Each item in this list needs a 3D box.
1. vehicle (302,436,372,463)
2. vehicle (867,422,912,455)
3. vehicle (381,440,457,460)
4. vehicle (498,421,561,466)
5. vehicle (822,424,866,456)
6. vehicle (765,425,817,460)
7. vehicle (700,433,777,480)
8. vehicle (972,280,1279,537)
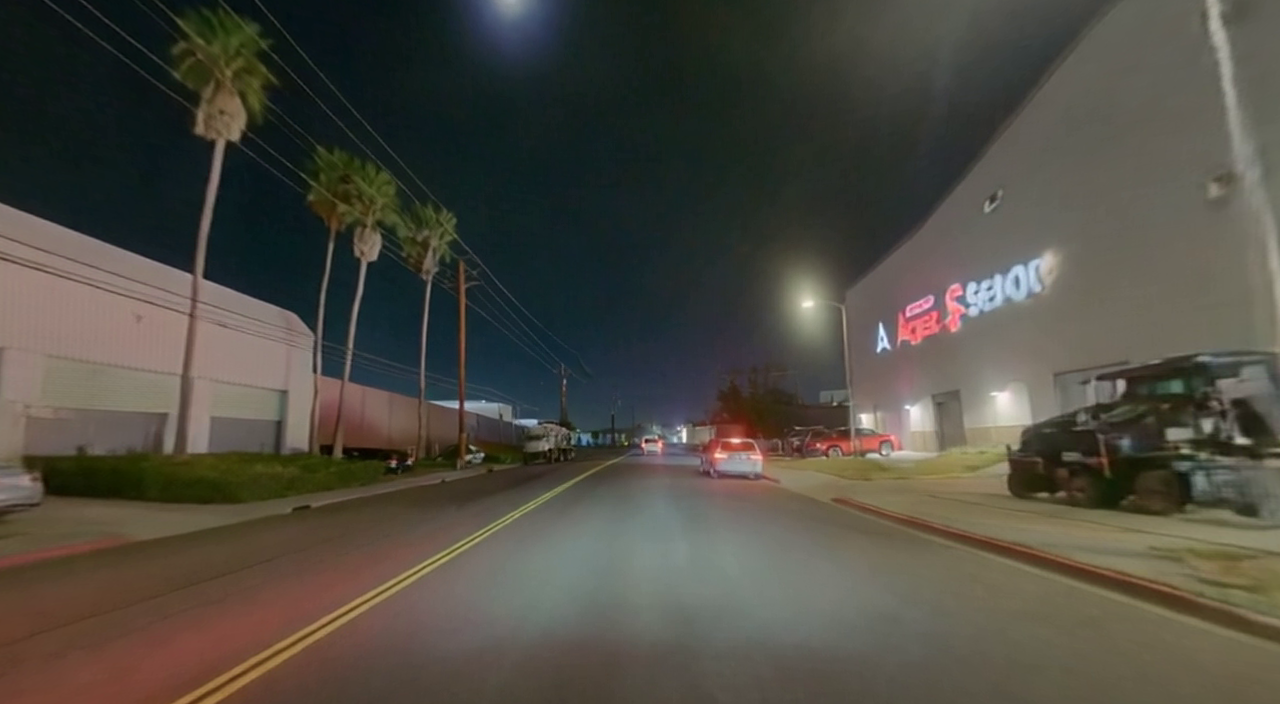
[{"bbox_3d":[-20.412,6.592,42.908,2.152,1.746,5.461,0,-8,-1],"label":"vehicle"},{"bbox_3d":[15.286,5.351,38.803,2.311,1.876,4.987,-3,-9,20],"label":"vehicle"},{"bbox_3d":[-16.576,7.349,47.533,4.890,1.483,2.055,0,-8,3],"label":"vehicle"},{"bbox_3d":[-7.559,6.383,44.137,2.845,2.738,7.208,-3,-8,1],"label":"vehicle"},{"bbox_3d":[12.690,5.479,39.157,2.159,1.840,4.404,-4,-9,23],"label":"vehicle"},{"bbox_3d":[9.374,5.550,38.805,2.325,1.877,5.987,-6,-9,19],"label":"vehicle"},{"bbox_3d":[3.639,3.967,24.238,2.111,1.611,4.576,0,-8,-1],"label":"vehicle"},{"bbox_3d":[8.873,1.000,9.692,2.958,2.947,8.284,0,-8,-1],"label":"vehicle"}]
